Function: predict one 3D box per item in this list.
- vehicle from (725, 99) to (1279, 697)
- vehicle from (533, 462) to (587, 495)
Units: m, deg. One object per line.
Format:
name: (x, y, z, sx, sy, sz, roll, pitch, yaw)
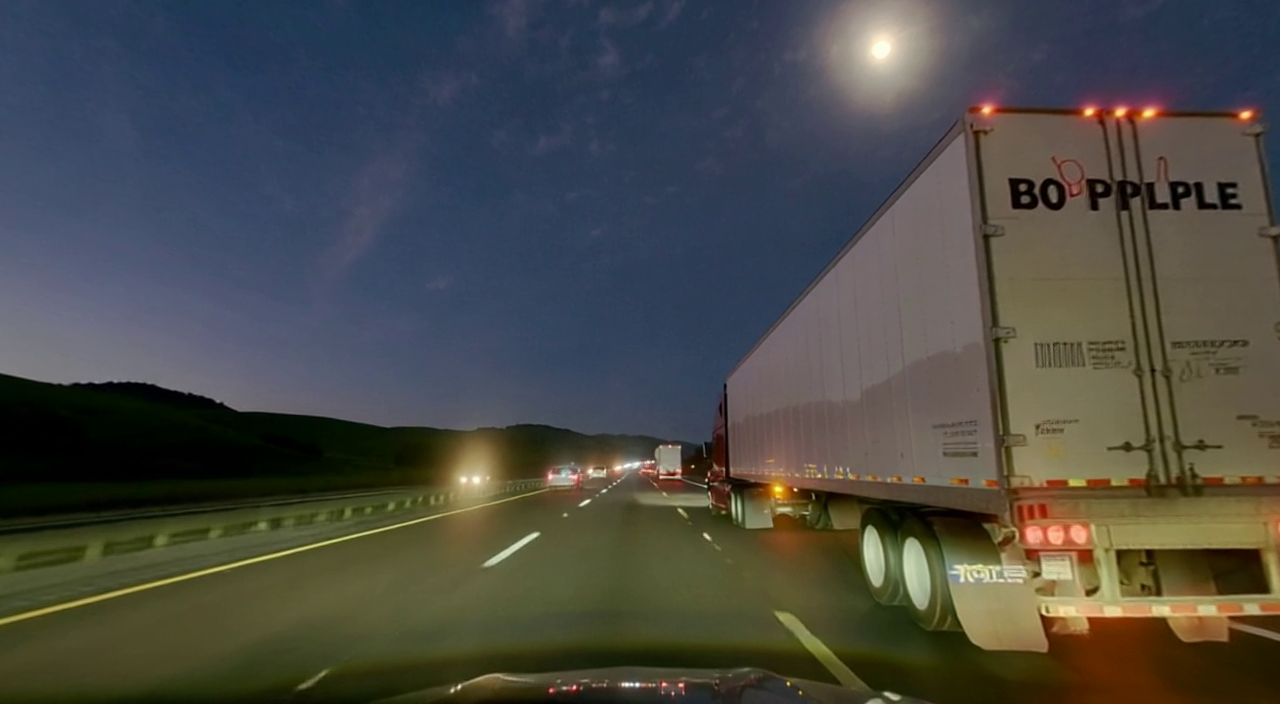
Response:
vehicle: (3.905, 1.423, 11.196, 2.839, 4.062, 14.051, 1, -10, 0)
vehicle: (-4.067, 6.566, 32.937, 2.088, 1.566, 4.853, 1, -11, 1)
